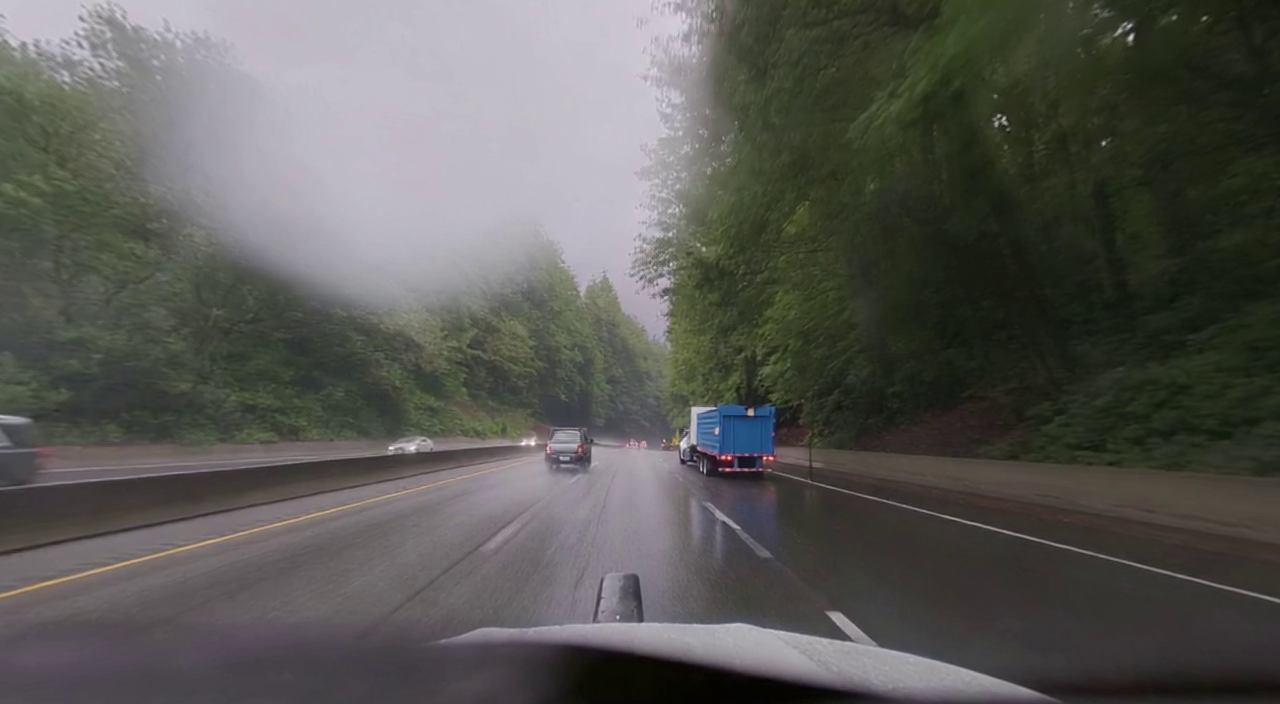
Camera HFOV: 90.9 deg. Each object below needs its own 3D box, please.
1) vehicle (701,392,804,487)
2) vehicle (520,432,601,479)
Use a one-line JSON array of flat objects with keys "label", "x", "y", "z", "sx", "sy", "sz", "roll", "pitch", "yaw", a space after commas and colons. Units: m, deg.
[{"label": "vehicle", "x": 3.264, "y": 2.664, "z": 19.218, "sx": 2.256, "sy": 2.568, "sz": 4.049, "roll": 0, "pitch": -8, "yaw": -1}, {"label": "vehicle", "x": -2.788, "y": 3.725, "z": 23.161, "sx": 2.195, "sy": 1.529, "sz": 4.572, "roll": 0, "pitch": -8, "yaw": 2}]
